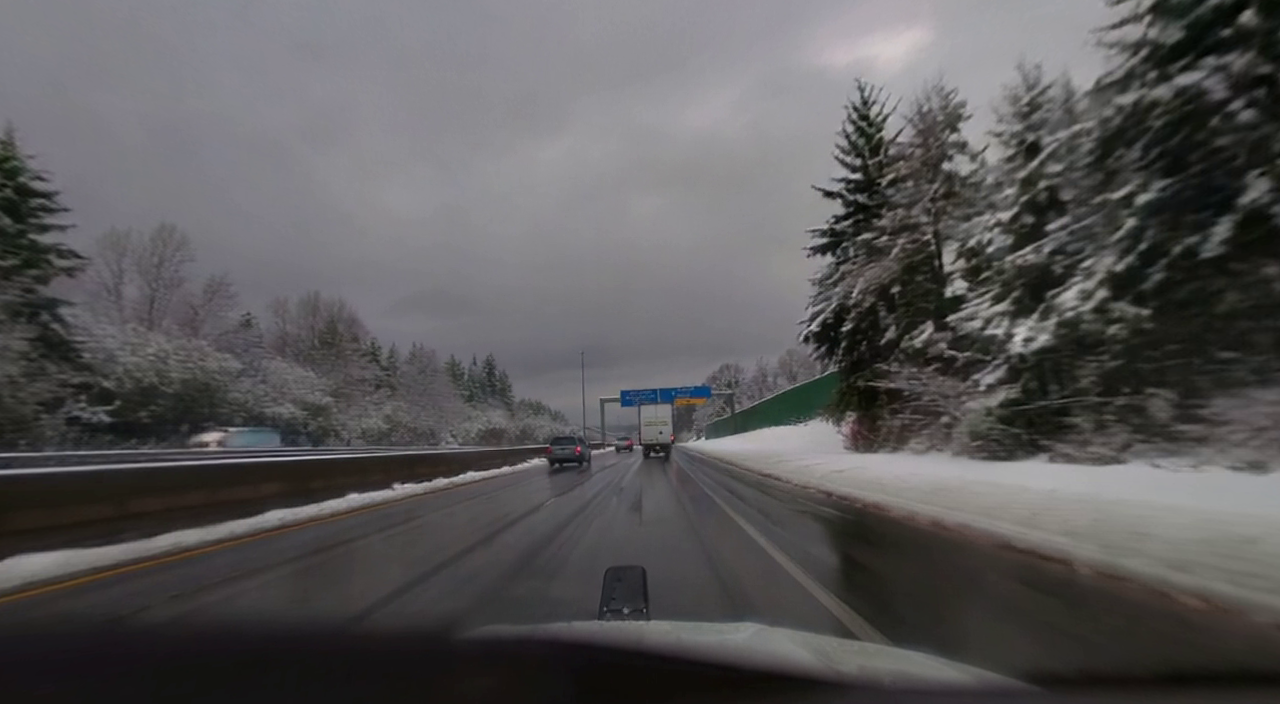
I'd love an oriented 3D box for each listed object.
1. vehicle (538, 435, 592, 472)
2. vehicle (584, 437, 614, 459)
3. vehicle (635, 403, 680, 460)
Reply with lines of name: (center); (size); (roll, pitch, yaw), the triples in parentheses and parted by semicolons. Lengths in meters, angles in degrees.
vehicle: (-3.387, 4.653, 29.046); (1.927, 1.556, 3.921); (0, -8, 1)
vehicle: (-3.015, 7.151, 46.854); (1.962, 1.575, 4.158); (0, -8, 0)
vehicle: (1.244, 5.970, 46.504); (2.933, 3.701, 10.425); (0, -8, 1)
